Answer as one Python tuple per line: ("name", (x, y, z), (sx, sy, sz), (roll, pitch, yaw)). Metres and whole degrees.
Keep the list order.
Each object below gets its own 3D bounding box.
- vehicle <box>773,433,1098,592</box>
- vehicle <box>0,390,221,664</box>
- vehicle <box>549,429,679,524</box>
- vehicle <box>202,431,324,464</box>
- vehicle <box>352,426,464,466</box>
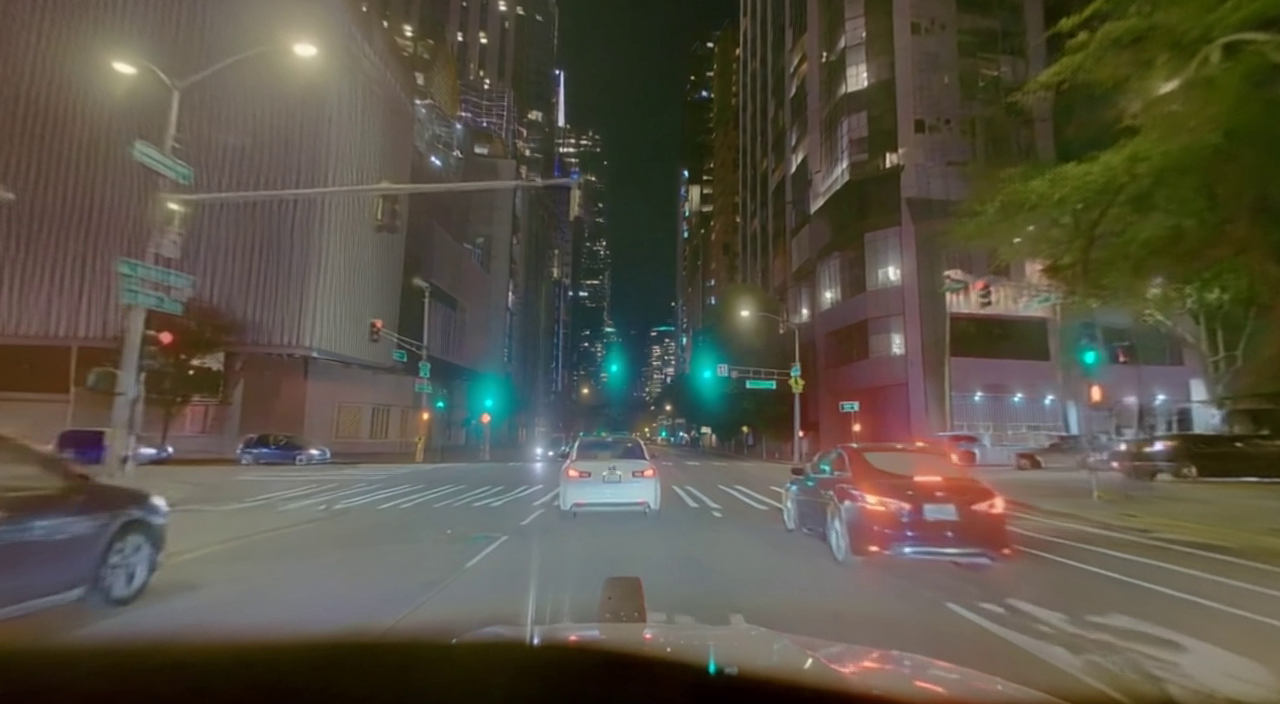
("vehicle", (3.204, 1.804, 8.089), (1.942, 1.443, 4.468), (0, -8, -1))
("vehicle", (-4.970, 1.061, 3.755), (2.111, 1.661, 4.537), (1, -8, -5))
("vehicle", (-0.477, 2.231, 11.818), (2.031, 1.461, 3.763), (0, -8, -2))
("vehicle", (-17.639, 4.483, 29.651), (4.511, 1.483, 1.877), (0, -8, 0))
("vehicle", (-10.496, 4.246, 28.566), (4.556, 1.689, 1.982), (-3, -9, 22))
